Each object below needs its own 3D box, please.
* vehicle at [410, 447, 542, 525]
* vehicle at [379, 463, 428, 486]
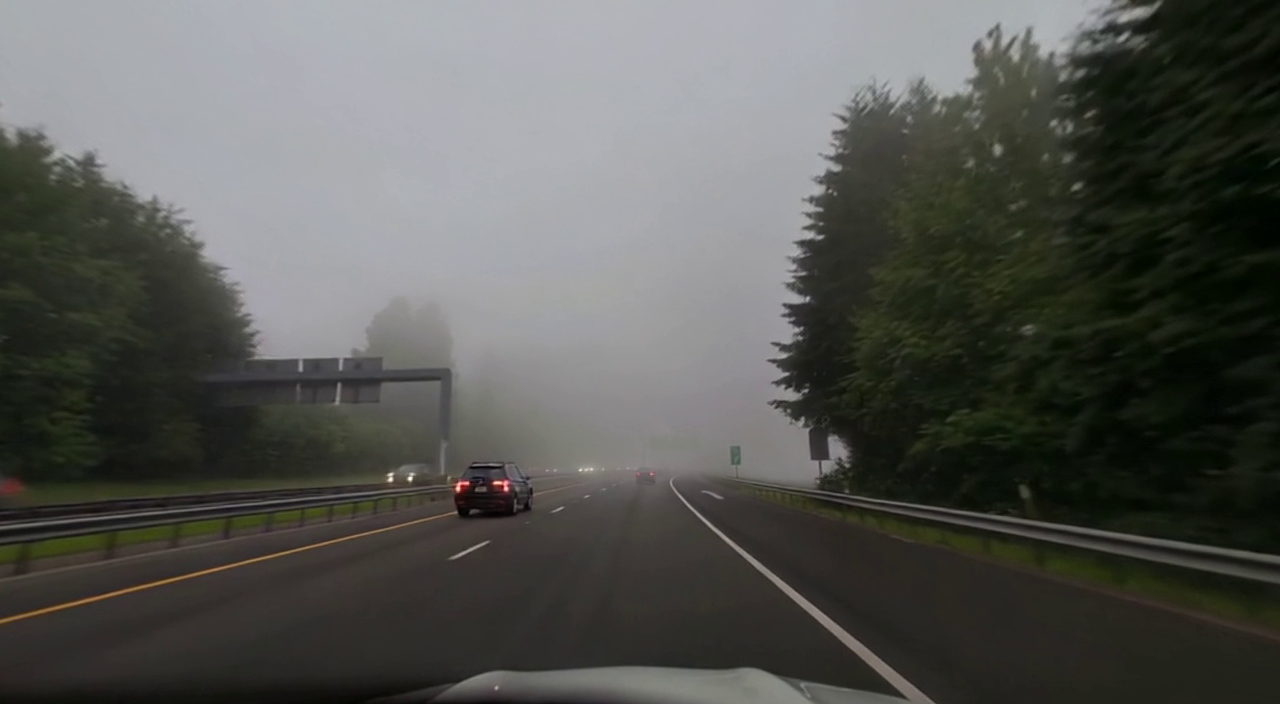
[{"bbox_3d":[-3.807,3.228,15.478,2.000,1.594,3.996,1,-11,2],"label":"vehicle"},{"bbox_3d":[-17.944,9.326,48.034,1.959,1.669,4.090,1,-11,2],"label":"vehicle"}]
